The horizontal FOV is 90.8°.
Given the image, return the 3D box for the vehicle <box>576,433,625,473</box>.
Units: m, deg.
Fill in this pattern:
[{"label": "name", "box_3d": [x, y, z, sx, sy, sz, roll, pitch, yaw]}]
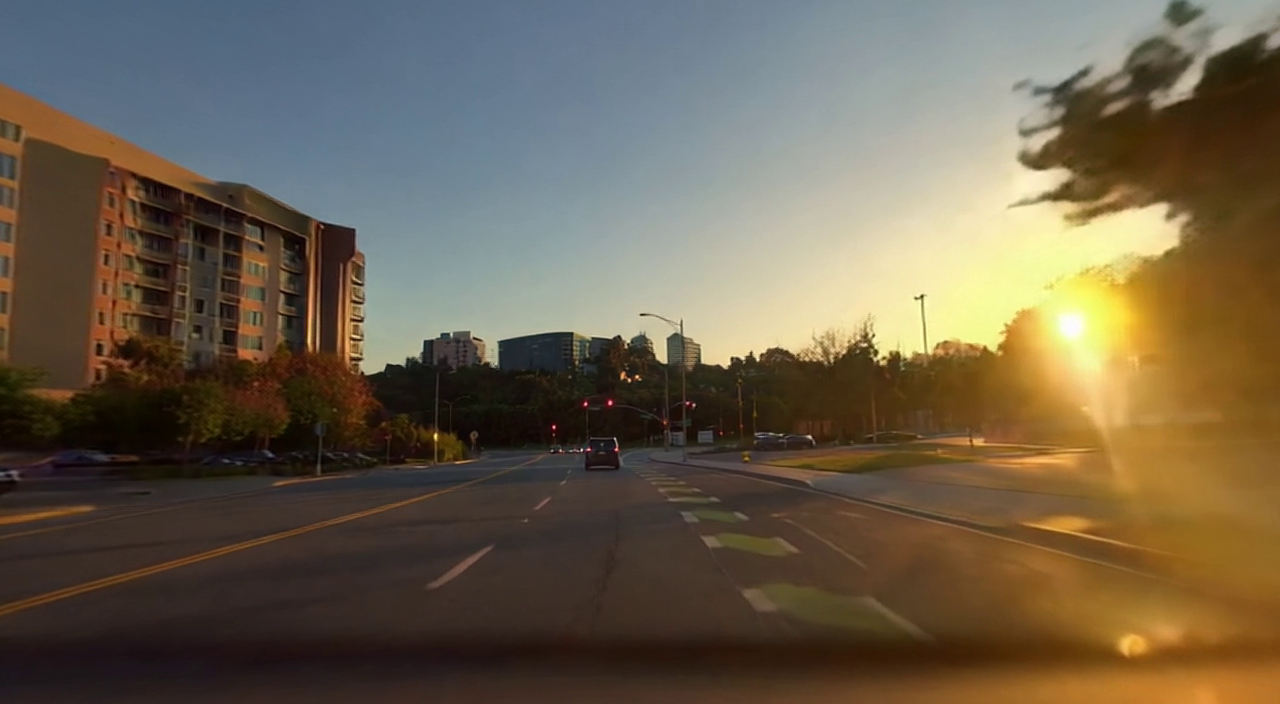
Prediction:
[{"label": "vehicle", "box_3d": [-1.916, 4.922, 31.080, 2.230, 1.827, 4.298, 0, -8, -3]}]
